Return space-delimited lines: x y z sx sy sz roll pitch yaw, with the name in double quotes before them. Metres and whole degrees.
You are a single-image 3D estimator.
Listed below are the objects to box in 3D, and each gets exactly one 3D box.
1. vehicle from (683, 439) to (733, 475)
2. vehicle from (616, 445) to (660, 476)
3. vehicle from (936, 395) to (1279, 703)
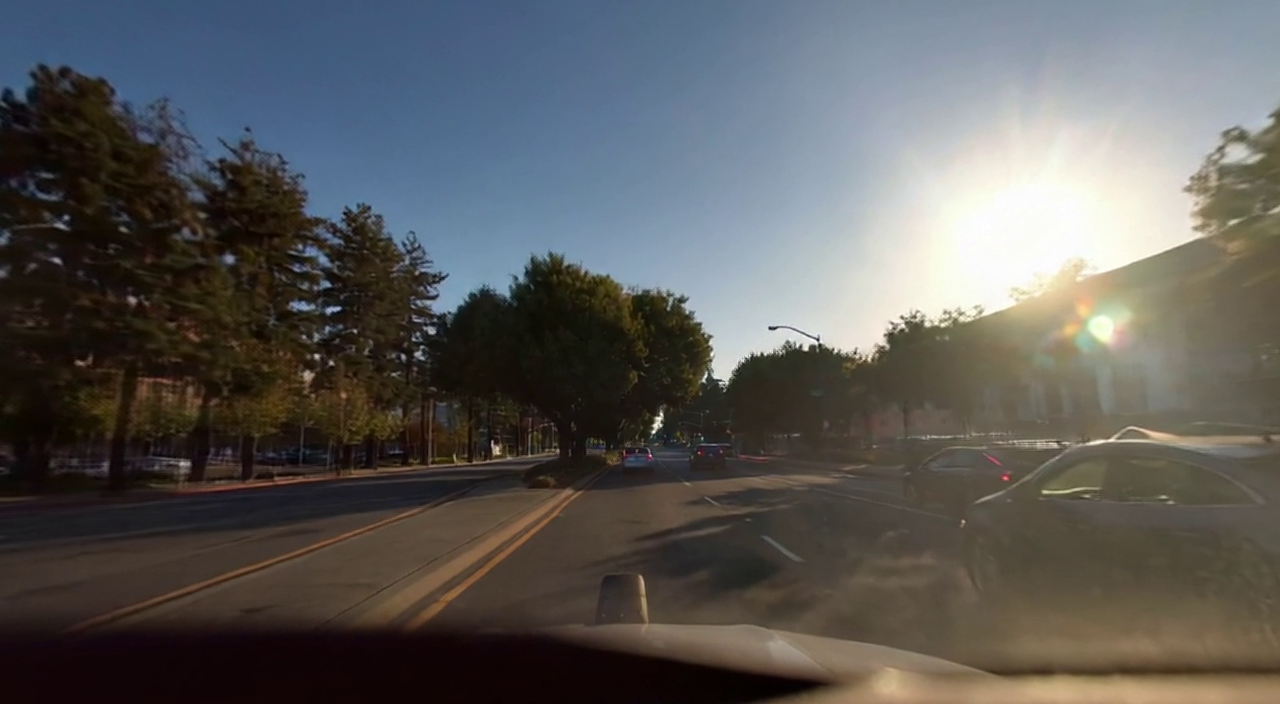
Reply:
"vehicle" 3.494 5.491 33.315 2.036 1.757 4.300 0 -9 -1
"vehicle" -0.098 5.392 31.604 2.054 1.446 3.969 0 -9 -1
"vehicle" 3.699 1.122 3.791 1.937 1.538 3.832 0 -9 0
